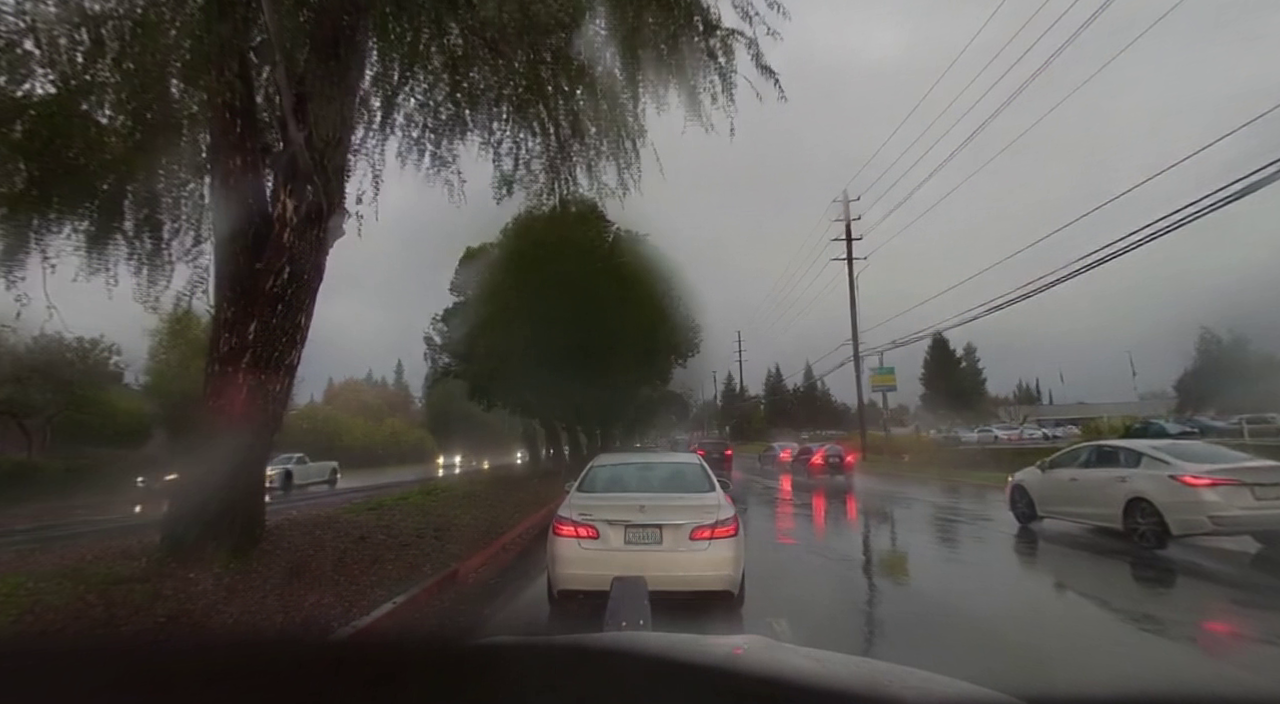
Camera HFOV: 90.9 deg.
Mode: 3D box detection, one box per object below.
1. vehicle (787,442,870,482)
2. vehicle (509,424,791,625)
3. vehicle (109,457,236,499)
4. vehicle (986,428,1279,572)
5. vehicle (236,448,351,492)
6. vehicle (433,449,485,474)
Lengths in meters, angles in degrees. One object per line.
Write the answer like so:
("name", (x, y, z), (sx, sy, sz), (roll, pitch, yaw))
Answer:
("vehicle", (7.460, 4.369, 25.441), (1.899, 1.458, 4.499), (0, -8, 0))
("vehicle", (0.071, 1.586, 6.762), (2.108, 1.479, 3.935), (0, -8, 0))
("vehicle", (-19.244, 5.172, 26.282), (1.853, 1.489, 4.449), (0, -8, 0))
("vehicle", (7.023, 1.861, 8.823), (1.850, 1.480, 4.474), (0, -8, 1))
("vehicle", (-14.986, 5.104, 27.685), (2.291, 1.682, 4.835), (0, -8, 0))
("vehicle", (-11.824, 7.152, 41.522), (1.988, 1.486, 4.586), (0, -8, 1))
